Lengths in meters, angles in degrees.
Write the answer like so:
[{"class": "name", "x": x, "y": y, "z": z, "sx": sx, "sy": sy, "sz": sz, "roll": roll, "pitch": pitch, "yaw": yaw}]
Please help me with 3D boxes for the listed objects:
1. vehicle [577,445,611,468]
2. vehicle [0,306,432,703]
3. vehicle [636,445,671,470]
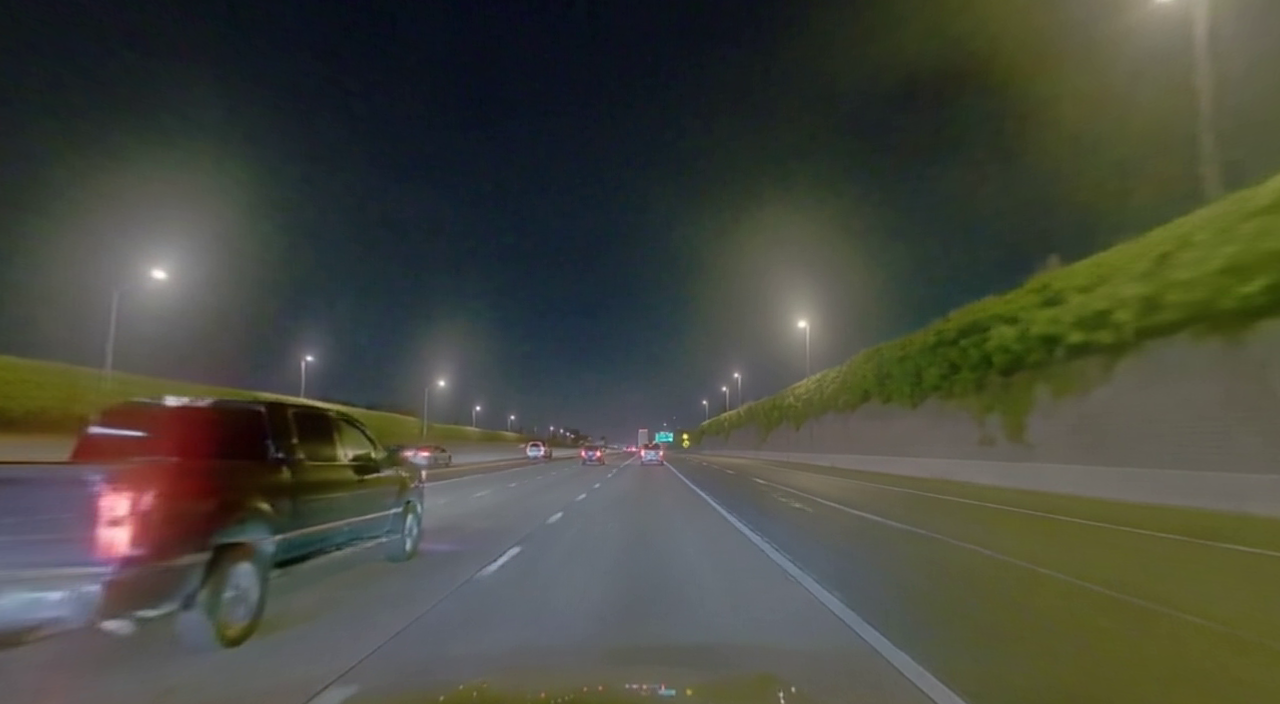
[{"class": "vehicle", "x": -3.145, "y": 7.222, "z": 43.893, "sx": 2.056, "sy": 1.480, "sz": 4.022, "roll": -1, "pitch": -8, "yaw": 1}, {"class": "vehicle", "x": -3.213, "y": 1.020, "z": 3.974, "sx": 2.124, "sy": 1.787, "sz": 4.830, "roll": 0, "pitch": -8, "yaw": 0}, {"class": "vehicle", "x": 0.820, "y": 6.585, "z": 39.608, "sx": 2.073, "sy": 1.480, "sz": 4.343, "roll": 0, "pitch": -8, "yaw": 0}]
